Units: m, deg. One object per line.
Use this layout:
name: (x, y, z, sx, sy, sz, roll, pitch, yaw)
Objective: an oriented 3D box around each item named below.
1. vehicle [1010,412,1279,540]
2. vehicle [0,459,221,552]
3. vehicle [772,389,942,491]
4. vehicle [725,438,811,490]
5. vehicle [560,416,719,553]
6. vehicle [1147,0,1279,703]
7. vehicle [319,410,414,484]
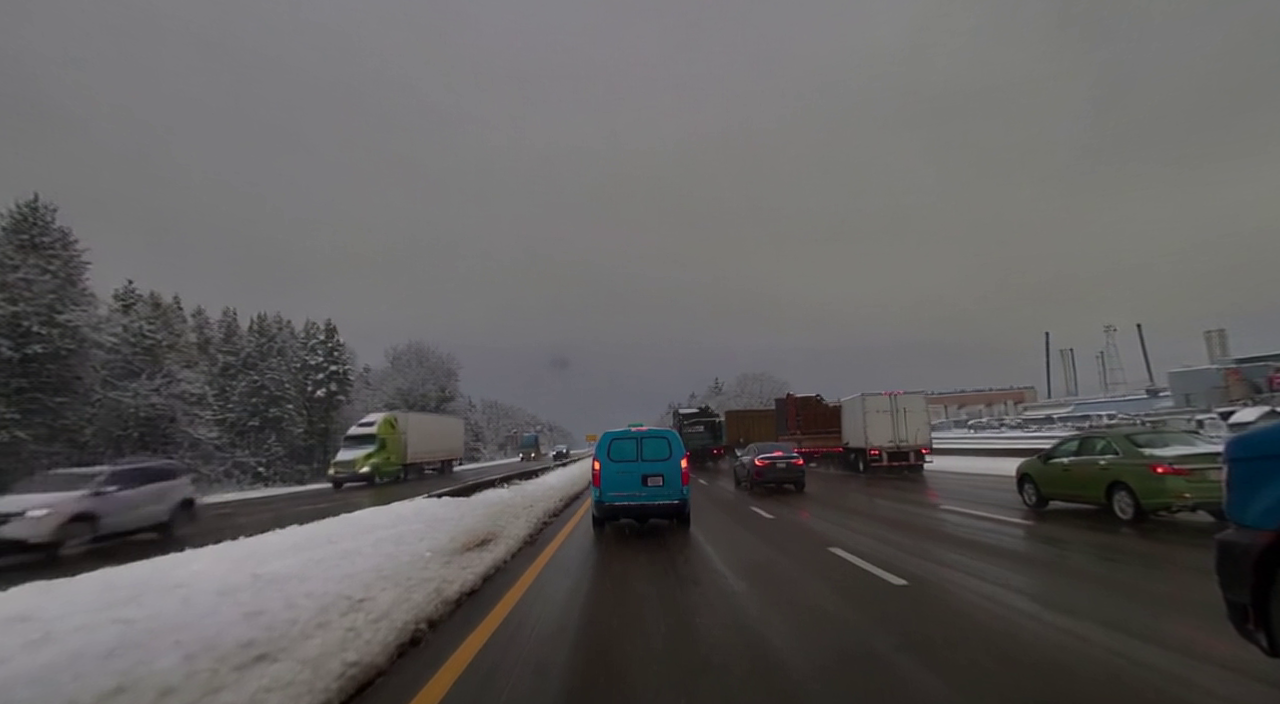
vehicle: (8.491, 1.955, 10.460, 1.913, 1.652, 4.384, 0, -9, 0)
vehicle: (-11.470, 3.098, 13.343, 1.925, 1.517, 4.598, 0, -9, 0)
vehicle: (7.978, 3.570, 25.133, 2.799, 3.188, 10.578, 0, -9, -1)
vehicle: (4.005, 3.564, 20.231, 1.859, 1.512, 3.711, 0, -9, -2)
vehicle: (-0.021, 1.906, 9.556, 1.965, 1.664, 3.428, 0, -9, 0)
vehicle: (4.250, -0.387, 0.162, 2.987, 3.877, 5.881, 0, -9, -1)
vehicle: (-16.257, 5.714, 37.806, 2.984, 4.020, 5.983, -1, -9, 0)
